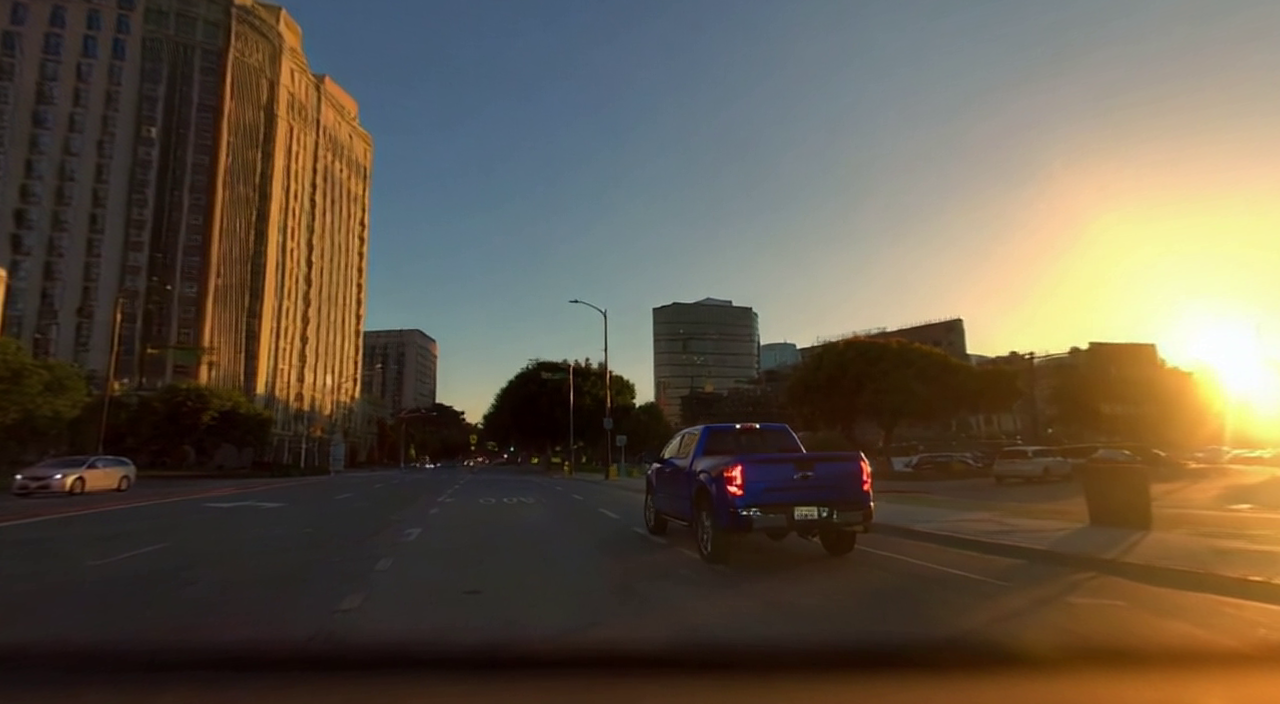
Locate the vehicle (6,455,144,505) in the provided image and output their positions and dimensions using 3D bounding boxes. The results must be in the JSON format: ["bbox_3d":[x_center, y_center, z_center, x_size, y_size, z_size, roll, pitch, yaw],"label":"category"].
[{"bbox_3d":[-22.248,5.001,25.178,2.037,1.725,4.632,2,-9,-14],"label":"vehicle"}]

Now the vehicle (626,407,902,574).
[{"bbox_3d":[1.482,2.062,10.429,2.402,1.922,5.677,2,-9,-12],"label":"vehicle"}]
